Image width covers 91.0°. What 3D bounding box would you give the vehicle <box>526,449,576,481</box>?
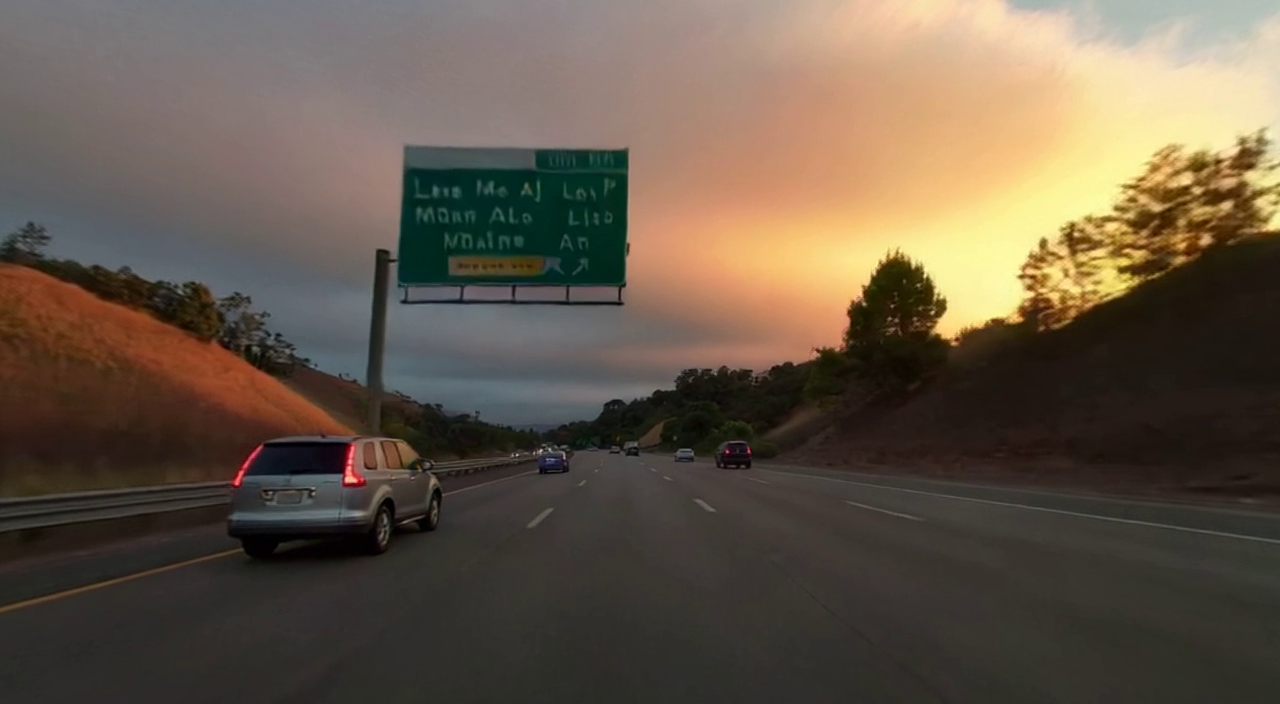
[{"bbox_3d":[-4.473,5.760,32.375,2.009,1.488,4.289,0,-9,-1],"label":"vehicle"}]

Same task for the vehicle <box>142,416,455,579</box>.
[{"bbox_3d":[-4.336,1.913,9.029,2.079,1.745,4.281,0,-9,0],"label":"vehicle"}]

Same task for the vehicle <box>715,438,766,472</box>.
[{"bbox_3d":[6.549,6.827,41.760,2.378,2.096,5.119,0,-9,-2],"label":"vehicle"}]
